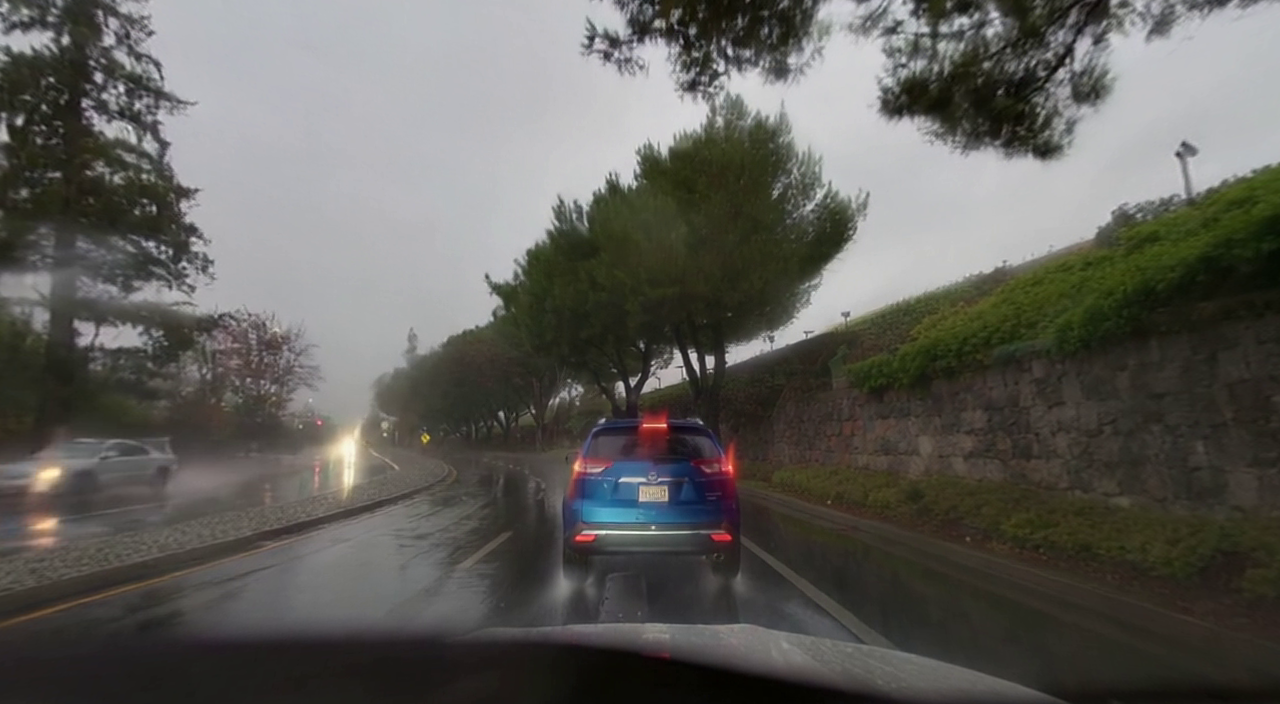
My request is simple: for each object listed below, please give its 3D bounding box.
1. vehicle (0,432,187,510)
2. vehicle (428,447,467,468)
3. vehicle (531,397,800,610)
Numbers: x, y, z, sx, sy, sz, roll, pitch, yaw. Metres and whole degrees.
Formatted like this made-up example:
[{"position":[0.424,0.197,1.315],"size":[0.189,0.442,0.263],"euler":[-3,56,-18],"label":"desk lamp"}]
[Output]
[{"position":[-14.150,2.954,16.157],"size":[2.317,1.695,4.538],"euler":[1,-9,-10],"label":"vehicle"},{"position":[-14.529,7.885,47.508],"size":[2.023,1.474,4.286],"euler":[4,-9,-27],"label":"vehicle"},{"position":[0.040,1.586,7.563],"size":[2.287,1.762,4.269],"euler":[1,-8,-5],"label":"vehicle"}]
